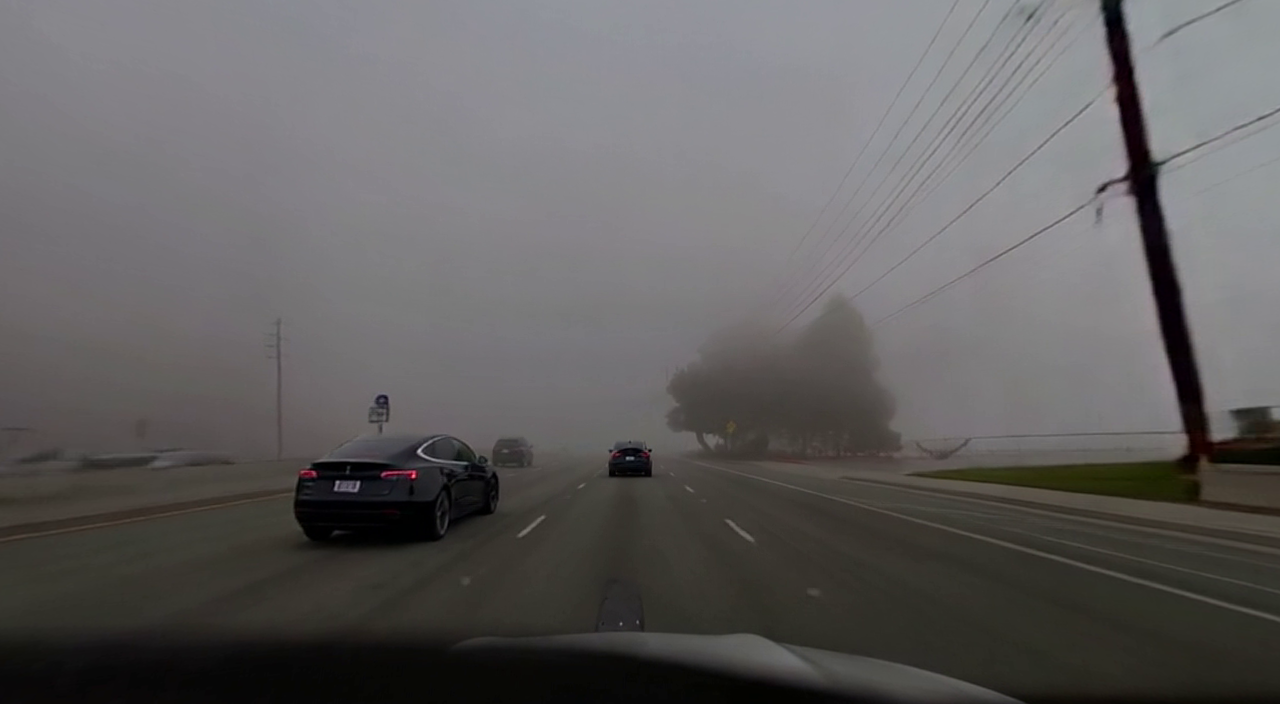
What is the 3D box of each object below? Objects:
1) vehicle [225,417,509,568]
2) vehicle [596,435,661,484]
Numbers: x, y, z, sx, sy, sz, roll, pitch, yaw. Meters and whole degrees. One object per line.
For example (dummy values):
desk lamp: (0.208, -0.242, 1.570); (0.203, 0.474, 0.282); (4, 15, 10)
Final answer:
vehicle: (-3.456, 1.878, 9.319); (1.985, 1.607, 4.892); (0, -8, 0)
vehicle: (-0.398, 3.951, 23.582); (2.189, 1.652, 4.135); (0, -8, 0)
